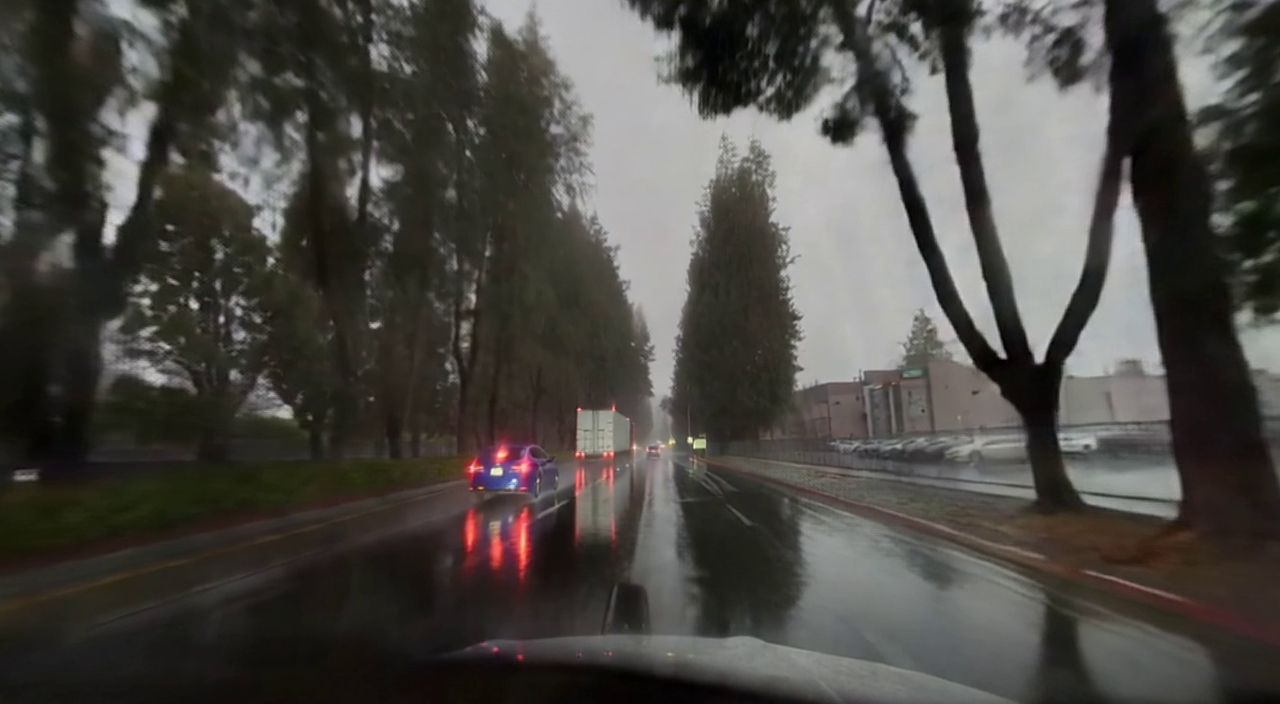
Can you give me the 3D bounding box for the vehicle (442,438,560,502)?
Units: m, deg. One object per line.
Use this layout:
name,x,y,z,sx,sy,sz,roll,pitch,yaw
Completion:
vehicle,-3.509,3.057,16.828,2.005,1.462,4.345,0,-8,2

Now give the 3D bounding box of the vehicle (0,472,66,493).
vehicle,-47.683,10.163,49.145,4.016,1.434,1.718,0,-9,-3

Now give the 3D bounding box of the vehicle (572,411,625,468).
vehicle,-2.515,5.750,41.197,2.746,3.276,8.572,0,-8,1
